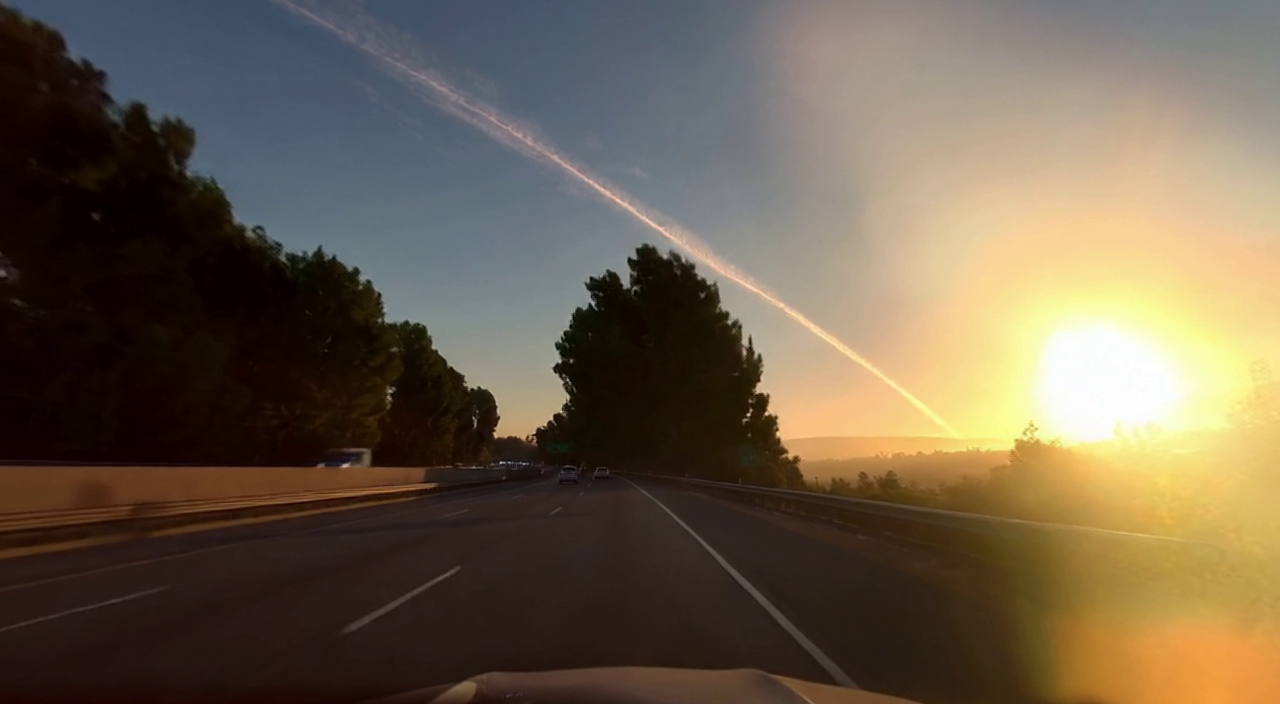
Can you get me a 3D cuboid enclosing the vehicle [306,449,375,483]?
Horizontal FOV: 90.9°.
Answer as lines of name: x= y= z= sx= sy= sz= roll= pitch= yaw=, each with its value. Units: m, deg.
vehicle: x=-18.165 y=6.975 z=38.453 sx=2.018 sy=1.931 sz=4.588 roll=1 pitch=-11 yaw=-2
